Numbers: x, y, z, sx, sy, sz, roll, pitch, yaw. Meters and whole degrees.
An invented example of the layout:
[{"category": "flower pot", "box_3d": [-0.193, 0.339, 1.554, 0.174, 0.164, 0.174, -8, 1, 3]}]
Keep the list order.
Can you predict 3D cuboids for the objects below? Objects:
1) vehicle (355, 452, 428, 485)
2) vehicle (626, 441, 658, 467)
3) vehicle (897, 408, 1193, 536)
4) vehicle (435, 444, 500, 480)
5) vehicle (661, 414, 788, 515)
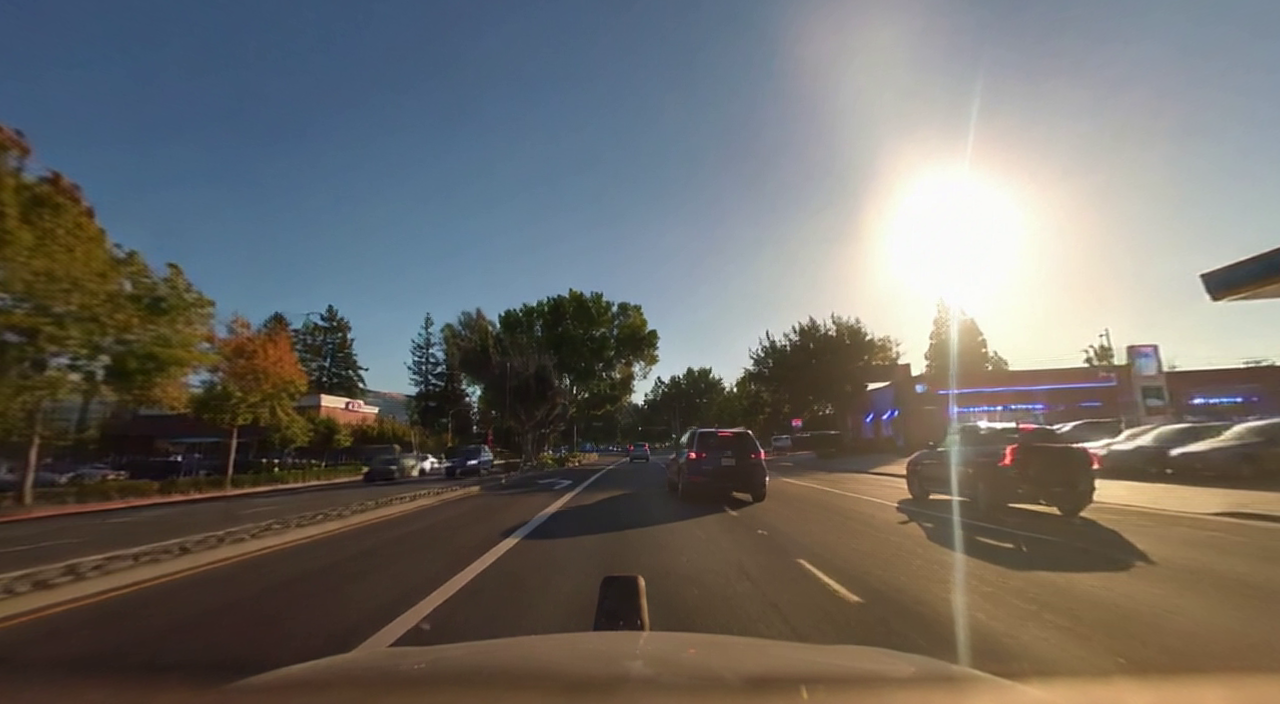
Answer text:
[{"category": "vehicle", "box_3d": [-12.278, 5.773, 31.568, 1.868, 1.496, 4.390, 0, -9, 0]}, {"category": "vehicle", "box_3d": [0.124, 6.992, 43.447, 2.101, 1.707, 3.904, 0, -9, -1]}, {"category": "vehicle", "box_3d": [6.650, 2.041, 11.252, 2.025, 1.765, 4.729, 0, -9, -1]}, {"category": "vehicle", "box_3d": [-8.929, 5.728, 33.136, 2.044, 1.695, 4.503, 0, -9, 1]}, {"category": "vehicle", "box_3d": [1.716, 2.546, 14.719, 2.038, 1.917, 4.900, 0, -9, -3]}]
